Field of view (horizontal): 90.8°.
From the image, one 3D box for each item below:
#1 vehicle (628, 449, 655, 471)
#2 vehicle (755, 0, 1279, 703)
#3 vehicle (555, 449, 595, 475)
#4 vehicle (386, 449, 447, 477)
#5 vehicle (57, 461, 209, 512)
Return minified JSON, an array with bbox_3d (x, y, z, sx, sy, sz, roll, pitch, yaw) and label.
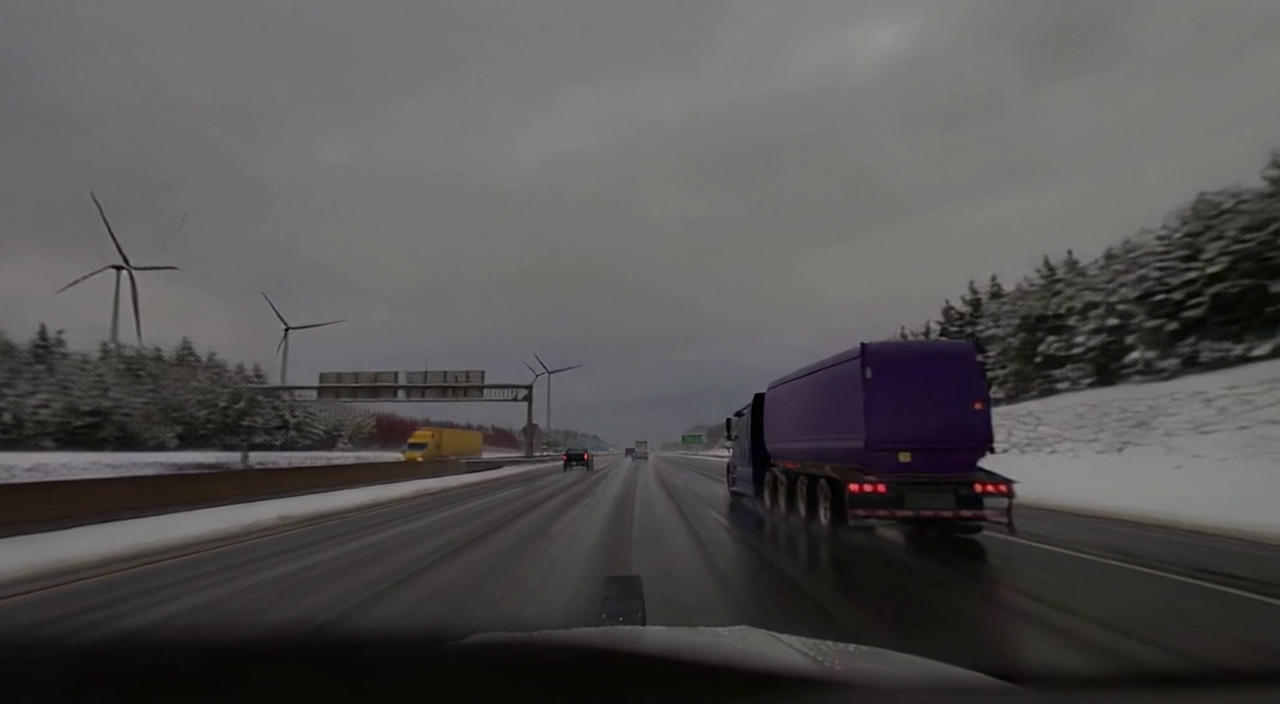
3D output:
[{"bbox_3d":[0.077,7.776,45.621,1.931,1.453,3.695,0,-9,-1],"label":"vehicle"},{"bbox_3d":[3.801,0.268,5.390,2.947,3.989,13.568,0,-9,-1],"label":"vehicle"},{"bbox_3d":[-3.899,6.670,38.524,1.952,1.521,4.095,0,-9,1],"label":"vehicle"},{"bbox_3d":[-11.666,5.788,33.136,1.874,1.392,3.624,0,-9,0],"label":"vehicle"},{"bbox_3d":[-15.644,4.129,19.733,1.734,1.372,3.610,0,-9,0],"label":"vehicle"}]
